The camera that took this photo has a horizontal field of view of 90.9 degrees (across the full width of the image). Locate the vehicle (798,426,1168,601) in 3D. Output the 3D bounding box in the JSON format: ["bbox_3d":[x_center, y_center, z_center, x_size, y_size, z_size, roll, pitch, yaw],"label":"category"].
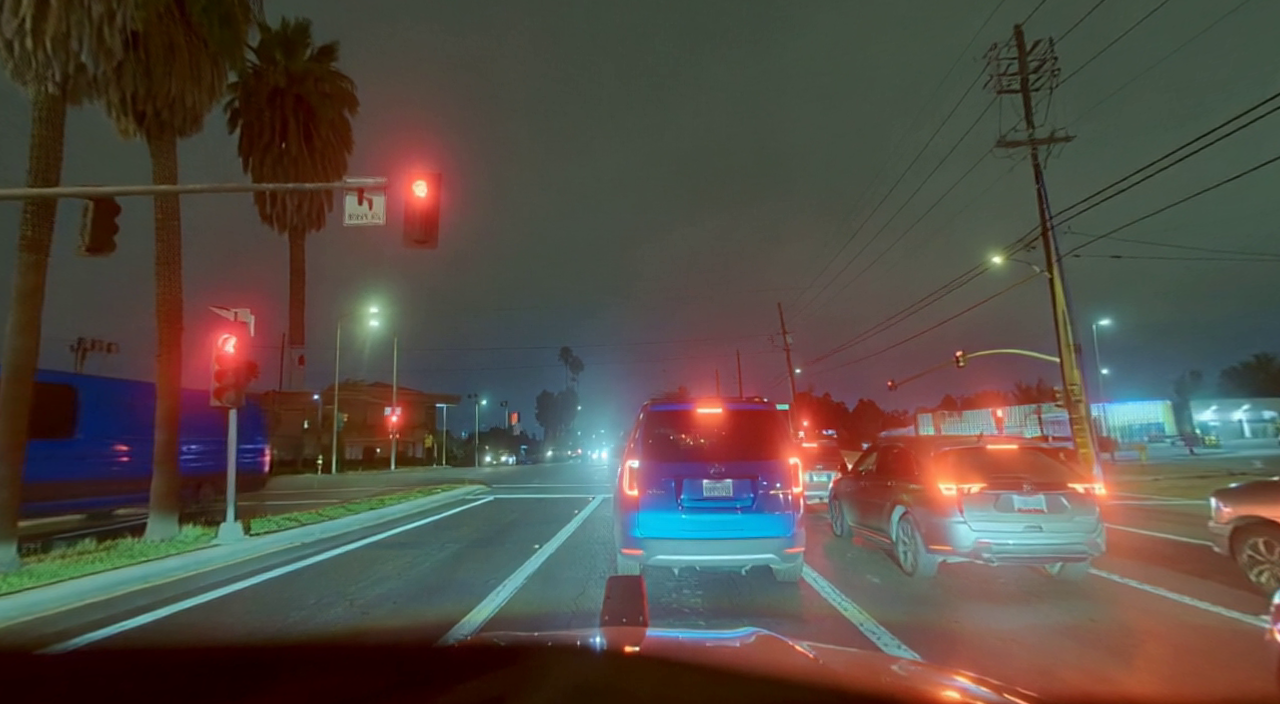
[{"bbox_3d":[3.442,1.684,7.500,1.895,1.456,4.255,0,-9,-2],"label":"vehicle"}]

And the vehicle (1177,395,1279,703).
[{"bbox_3d":[3.362,0.644,0.650,1.805,1.485,4.348,0,-9,1],"label":"vehicle"}]

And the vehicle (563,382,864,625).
[{"bbox_3d":[0.467,1.435,6.876,2.228,1.780,4.269,0,-9,-2],"label":"vehicle"}]

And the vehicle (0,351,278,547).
[{"bbox_3d":[-14.052,2.290,14.960,2.973,3.889,11.535,-1,-9,6],"label":"vehicle"}]
